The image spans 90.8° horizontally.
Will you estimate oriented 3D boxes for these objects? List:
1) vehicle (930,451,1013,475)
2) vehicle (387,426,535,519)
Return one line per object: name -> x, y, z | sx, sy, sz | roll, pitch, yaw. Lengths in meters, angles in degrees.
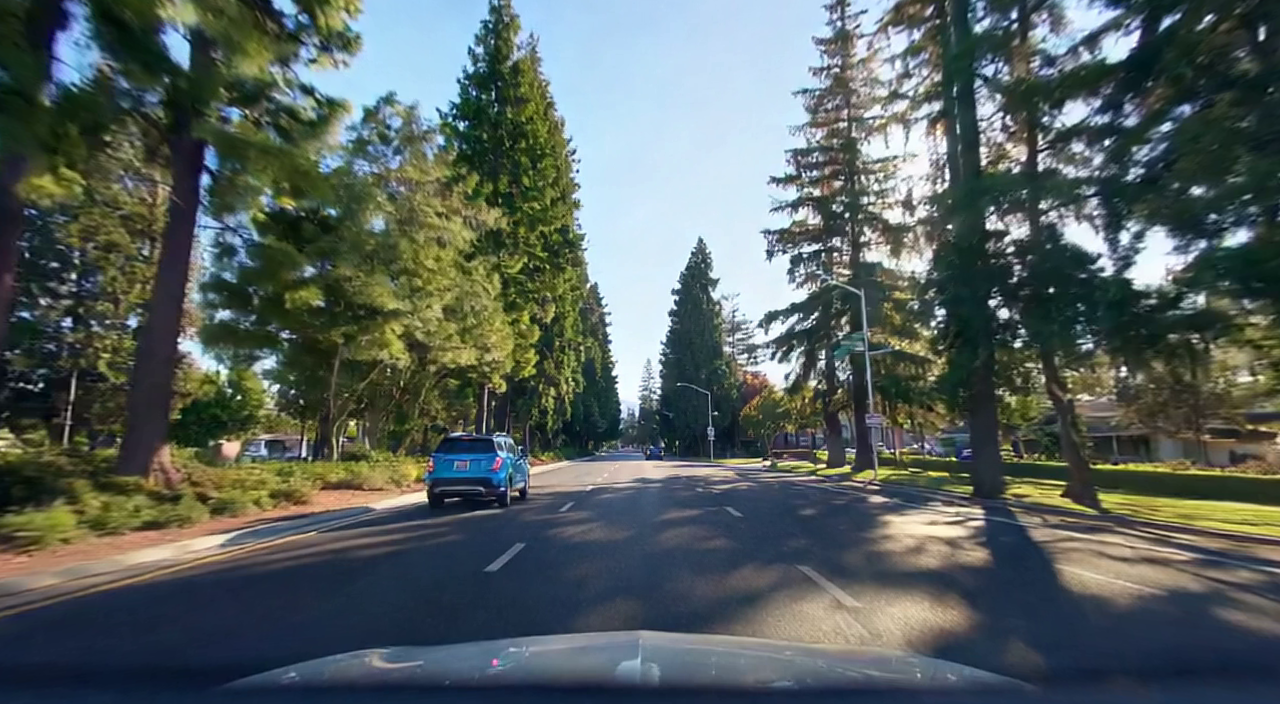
vehicle -> 20.855, 6.994, 39.878 | 4.145, 1.418, 1.988 | -1, -8, 8
vehicle -> -3.772, 2.614, 14.253 | 2.078, 1.748, 4.279 | 0, -8, 0
